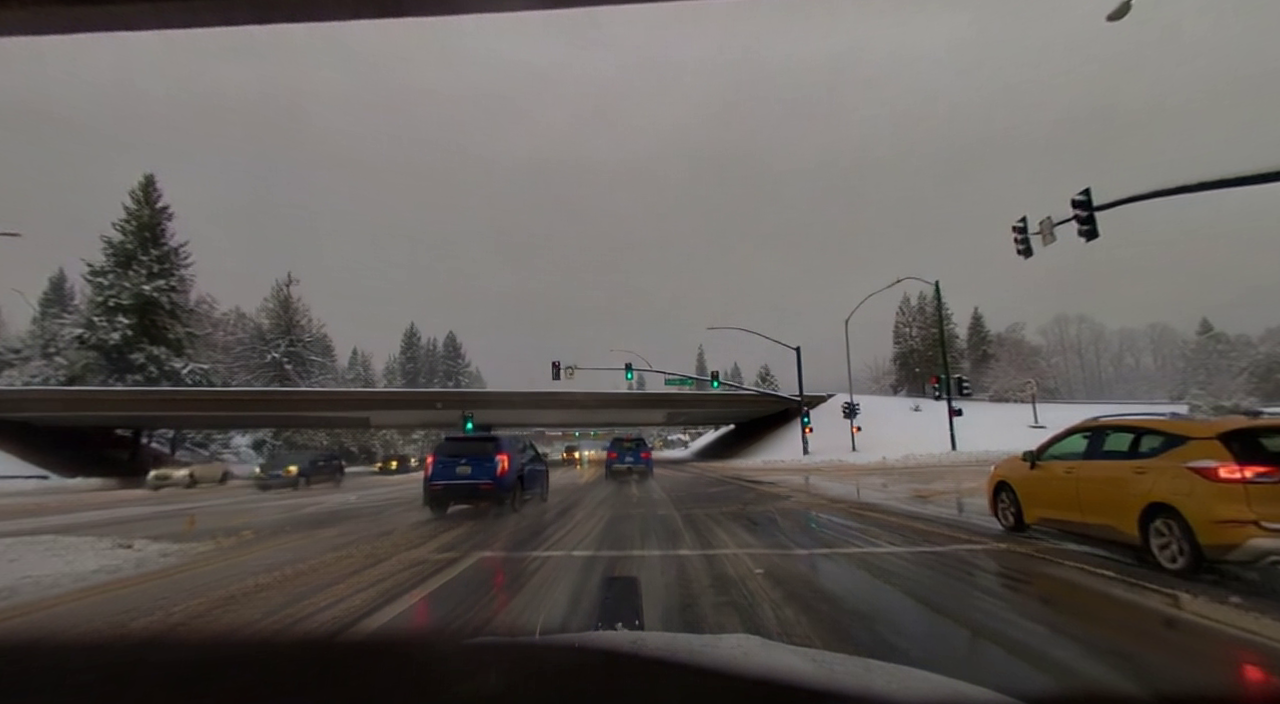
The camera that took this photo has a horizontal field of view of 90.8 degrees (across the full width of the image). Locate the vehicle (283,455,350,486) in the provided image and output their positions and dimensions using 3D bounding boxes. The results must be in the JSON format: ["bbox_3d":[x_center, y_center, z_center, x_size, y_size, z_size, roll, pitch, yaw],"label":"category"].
[{"bbox_3d":[-23.441,8.562,46.031,2.039,1.965,5.291,0,-8,0],"label":"vehicle"}]

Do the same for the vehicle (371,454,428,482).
[{"bbox_3d":[-16.297,7.864,43.045,2.007,1.730,4.774,0,-8,0],"label":"vehicle"}]

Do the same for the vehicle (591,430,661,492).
[{"bbox_3d":[-0.506,4.004,23.577,2.342,2.026,4.642,0,-8,-1],"label":"vehicle"}]

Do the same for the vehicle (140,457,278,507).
[{"bbox_3d":[-15.620,4.691,23.280,1.859,1.542,4.657,0,-8,-1],"label":"vehicle"}]

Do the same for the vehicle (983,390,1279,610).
[{"bbox_3d":[6.239,1.507,7.287,2.074,1.785,4.320,0,-8,0],"label":"vehicle"}]

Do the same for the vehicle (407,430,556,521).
[{"bbox_3d":[-3.434,2.782,14.811,2.060,1.768,4.681,-1,-8,3],"label":"vehicle"}]
